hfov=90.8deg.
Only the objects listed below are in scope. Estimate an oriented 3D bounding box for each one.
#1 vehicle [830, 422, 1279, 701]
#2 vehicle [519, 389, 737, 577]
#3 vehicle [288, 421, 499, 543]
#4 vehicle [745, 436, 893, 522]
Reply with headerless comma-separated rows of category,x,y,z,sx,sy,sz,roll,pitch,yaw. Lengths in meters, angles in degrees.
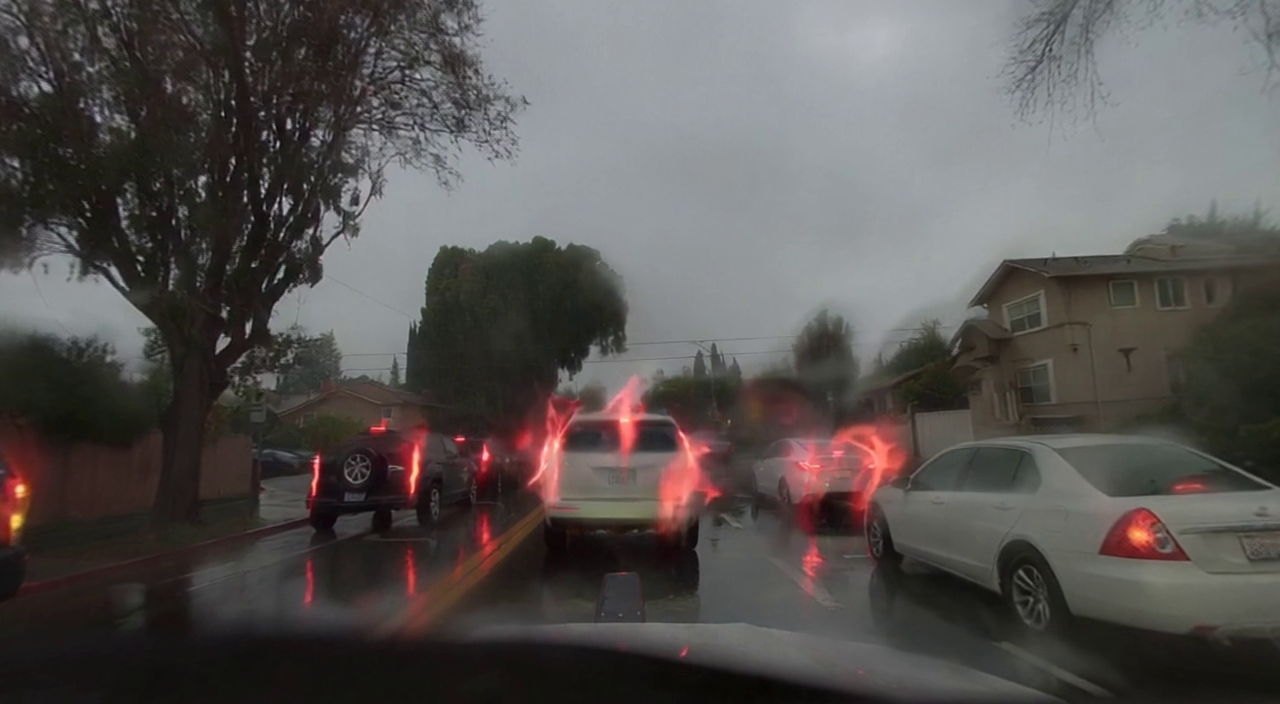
vehicle,3.473,1.463,5.762,1.977,1.480,4.589,0,-8,-1
vehicle,-0.205,1.613,8.531,2.164,1.867,4.254,0,-8,-2
vehicle,-3.723,2.024,10.522,1.864,1.576,4.324,0,-8,-2
vehicle,3.470,2.524,13.085,1.880,1.476,3.932,0,-8,0
